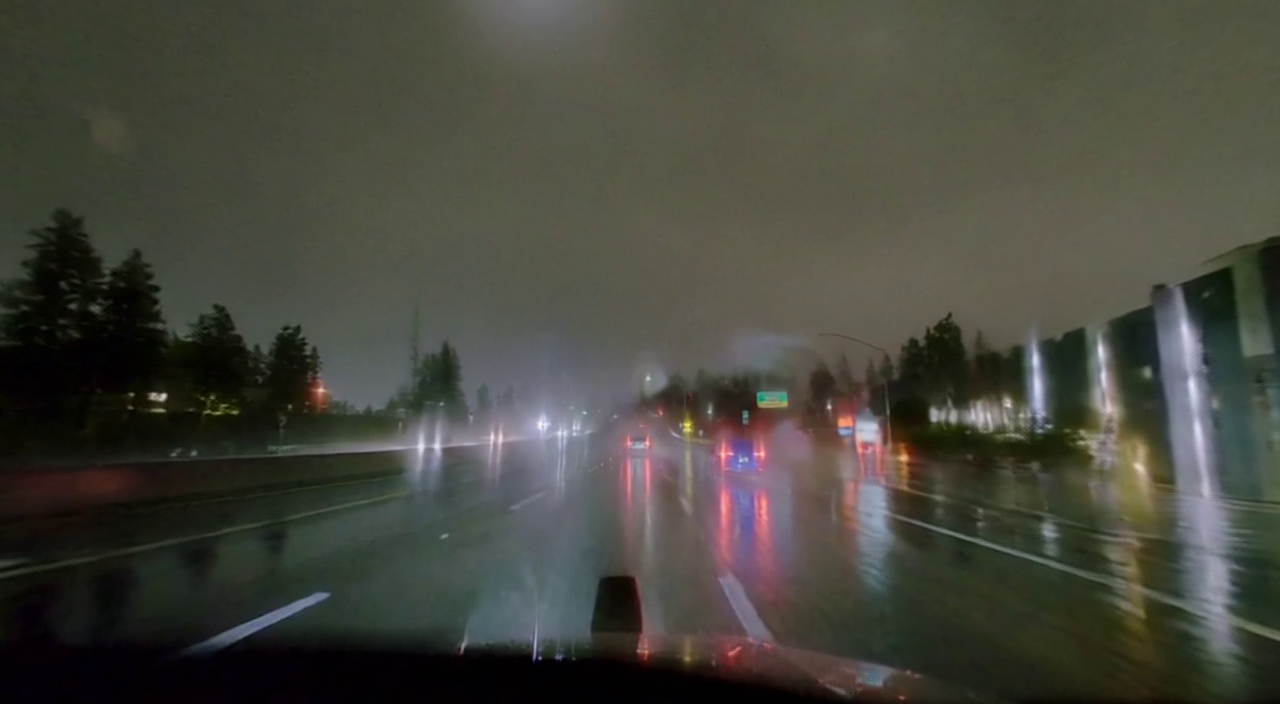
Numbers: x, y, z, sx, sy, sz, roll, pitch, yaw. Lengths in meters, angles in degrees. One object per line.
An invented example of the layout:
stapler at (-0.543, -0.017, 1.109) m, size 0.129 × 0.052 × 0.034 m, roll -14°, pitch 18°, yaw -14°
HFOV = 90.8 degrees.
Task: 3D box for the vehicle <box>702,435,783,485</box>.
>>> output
vehicle at (3.413, 3.701, 21.963) m, size 2.029 × 1.528 × 4.644 m, roll 0°, pitch -8°, yaw 0°

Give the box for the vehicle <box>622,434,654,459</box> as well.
vehicle at (-0.113, 6.657, 44.498) m, size 2.127 × 1.692 × 4.382 m, roll 0°, pitch -8°, yaw 1°
